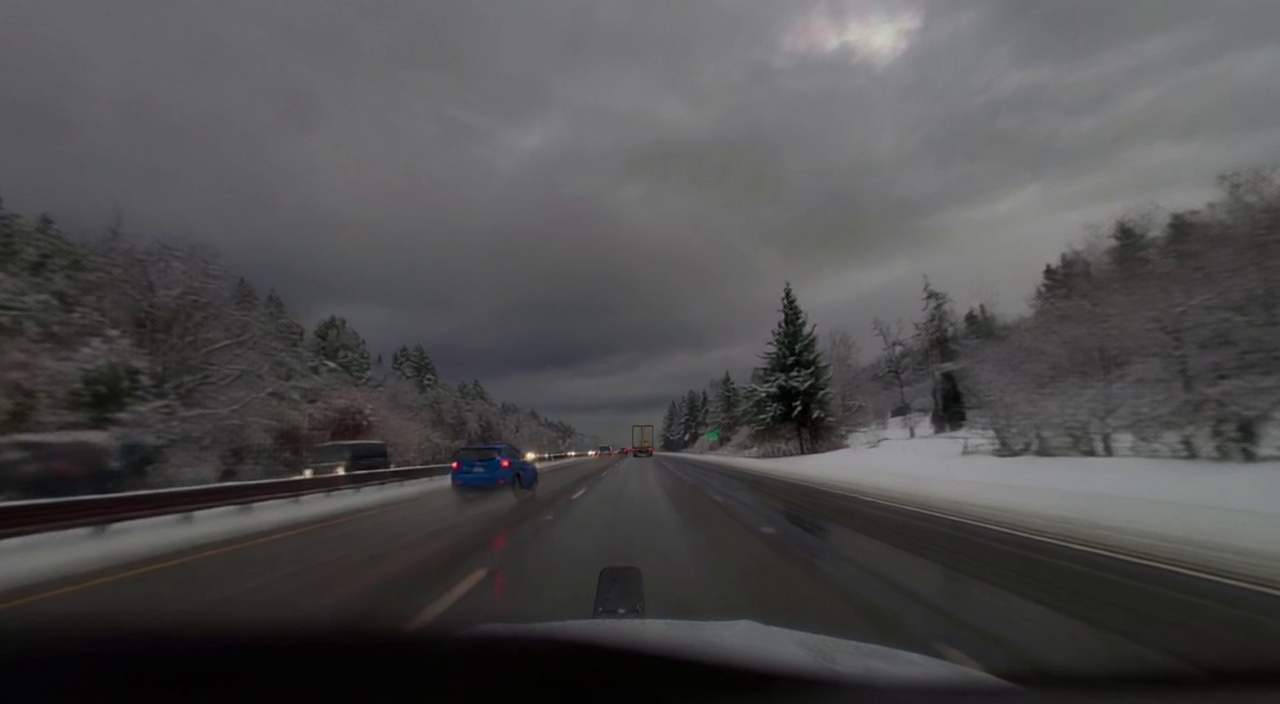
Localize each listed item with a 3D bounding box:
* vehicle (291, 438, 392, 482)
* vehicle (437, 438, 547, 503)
[{"bbox_3d":[-16.797,6.137,36.070,2.441,2.242,6.646,-1,-9,1],"label":"vehicle"},{"bbox_3d":[-3.855,3.170,17.200,2.018,1.548,3.849,-1,-9,1],"label":"vehicle"}]
